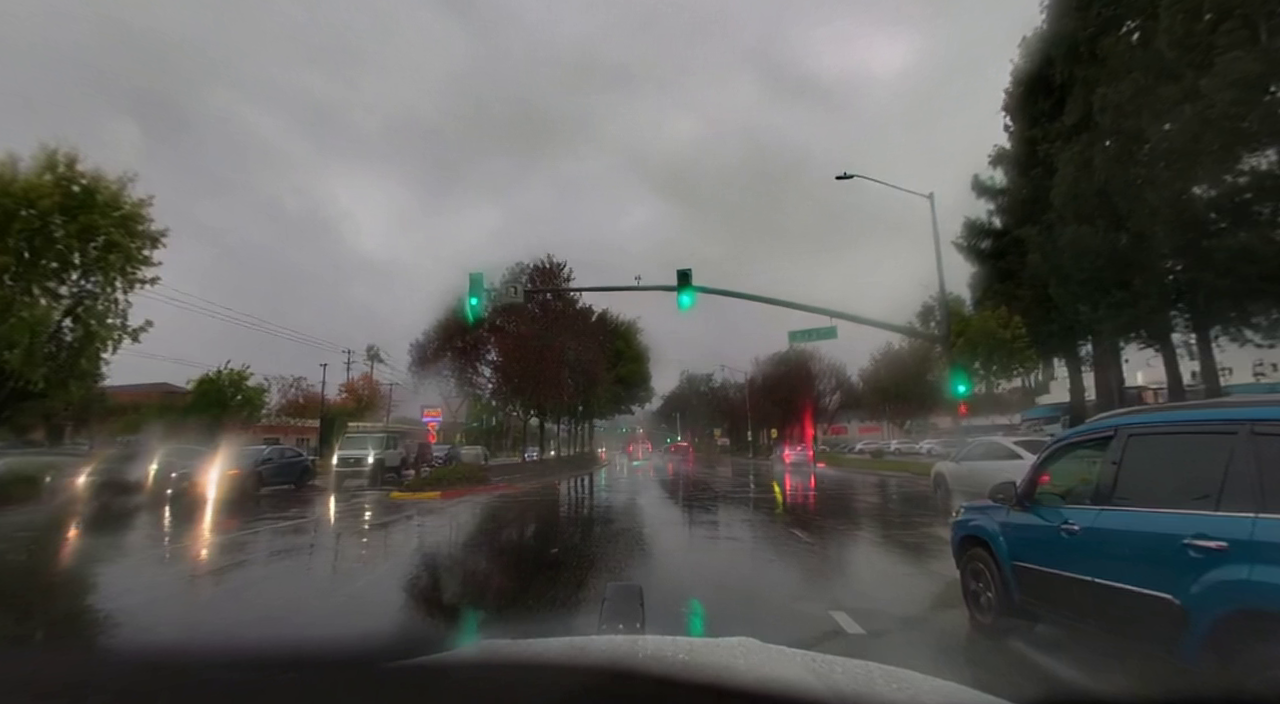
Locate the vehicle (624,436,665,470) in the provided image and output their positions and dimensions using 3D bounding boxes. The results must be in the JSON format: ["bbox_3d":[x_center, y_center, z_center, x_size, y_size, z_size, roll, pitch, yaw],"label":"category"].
[{"bbox_3d":[0.213,6.295,39.500,2.402,1.938,4.535,0,-8,-1],"label":"vehicle"}]

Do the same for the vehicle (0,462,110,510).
[{"bbox_3d":[-21.877,4.705,22.438,1.849,1.442,4.866,0,-8,0],"label":"vehicle"}]

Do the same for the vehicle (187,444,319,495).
[{"bbox_3d":[-14.085,4.258,23.385,2.015,1.679,4.535,0,-8,-1],"label":"vehicle"}]

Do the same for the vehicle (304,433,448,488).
[{"bbox_3d":[-10.528,4.398,26.185,2.909,1.956,6.908,0,-8,1],"label":"vehicle"}]

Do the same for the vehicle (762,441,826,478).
[{"bbox_3d":[6.885,4.834,28.656,1.879,1.517,4.006,0,-8,0],"label":"vehicle"}]

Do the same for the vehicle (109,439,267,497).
[{"bbox_3d":[-17.805,4.561,25.388,2.152,2.010,5.676,0,-8,-1],"label":"vehicle"}]

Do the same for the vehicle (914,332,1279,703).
[{"bbox_3d":[3.432,0.915,3.201,2.076,1.716,4.416,0,-8,0],"label":"vehicle"}]
